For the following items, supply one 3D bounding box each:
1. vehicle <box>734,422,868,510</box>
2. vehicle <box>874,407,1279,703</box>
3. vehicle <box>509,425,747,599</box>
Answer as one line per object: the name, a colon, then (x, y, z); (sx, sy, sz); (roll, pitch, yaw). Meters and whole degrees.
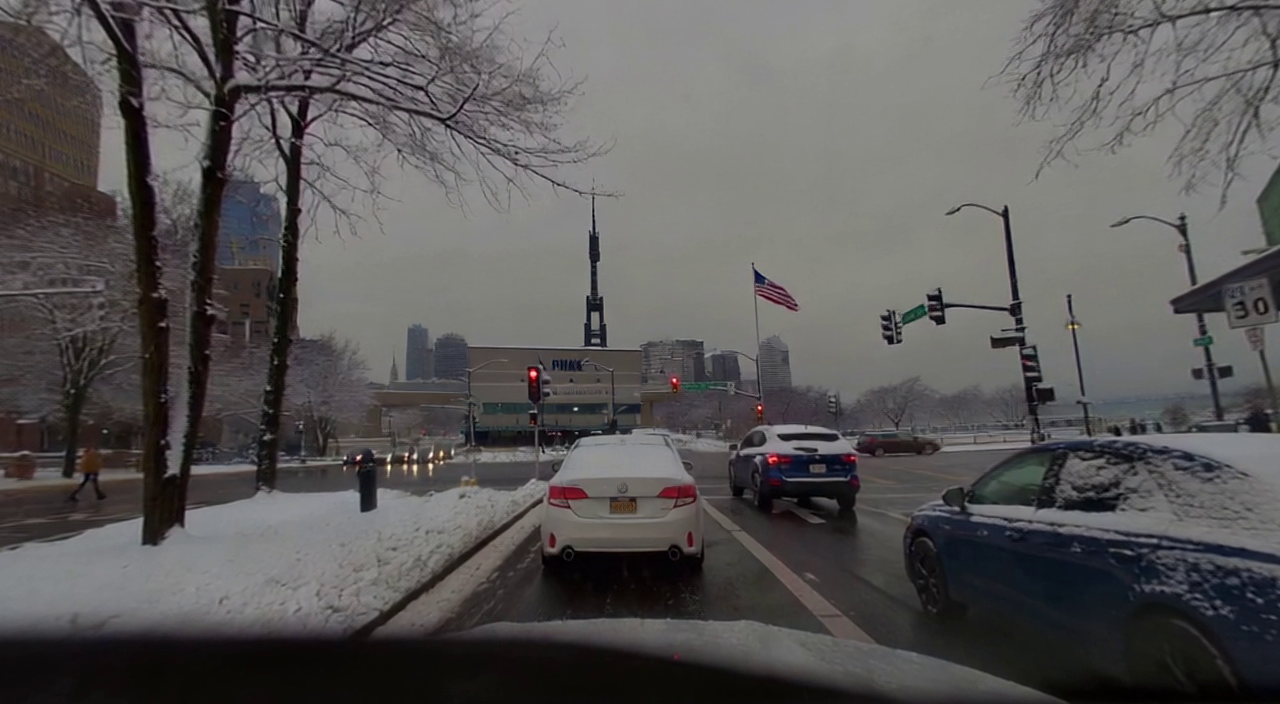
vehicle: (3.545, 2.613, 14.911); (1.978, 1.738, 4.599); (0, -8, 1)
vehicle: (3.371, 1.231, 4.345); (1.833, 1.465, 4.258); (0, -8, -1)
vehicle: (-0.120, 1.698, 7.537); (2.096, 1.521, 3.747); (0, -8, 0)
